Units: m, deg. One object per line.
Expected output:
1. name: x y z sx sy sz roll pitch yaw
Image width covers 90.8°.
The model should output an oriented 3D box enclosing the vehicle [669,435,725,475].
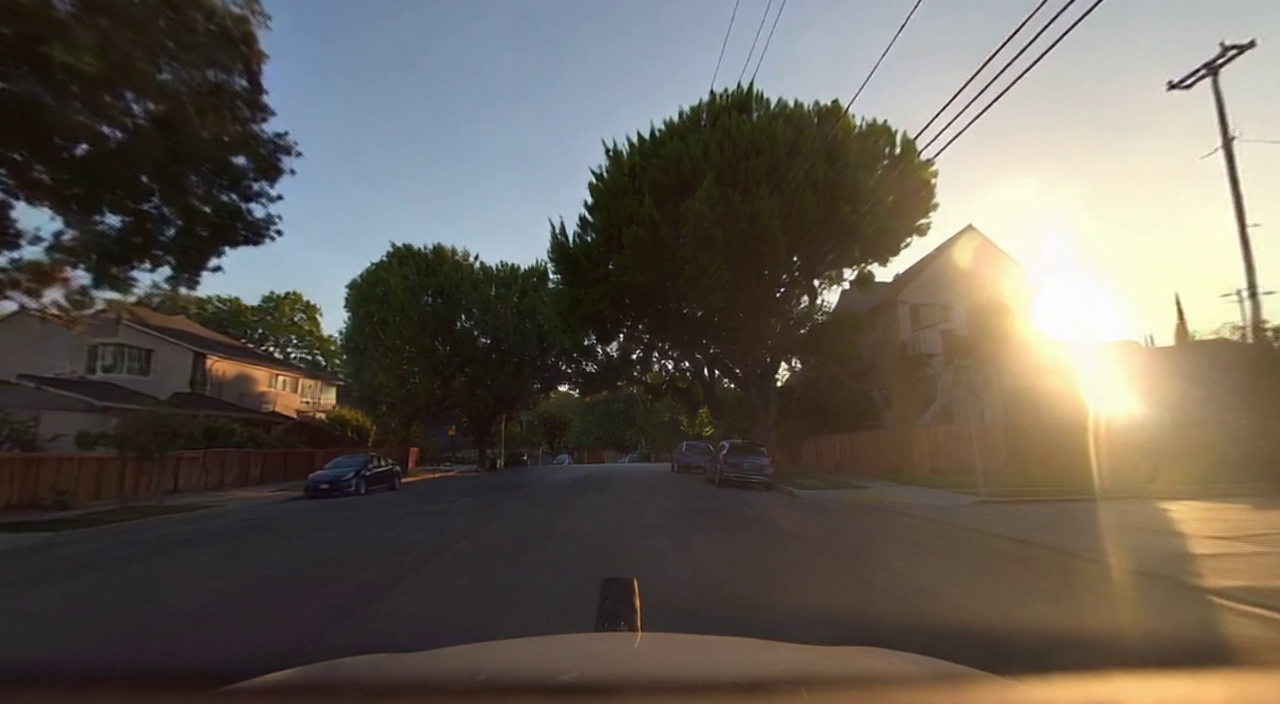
1. vehicle: 2.858 5.319 32.953 2.225 1.911 5.322 0 -8 -2

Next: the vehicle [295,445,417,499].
1. vehicle: -8.683 3.667 19.816 1.937 1.427 4.510 0 -8 -3

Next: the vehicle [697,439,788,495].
1. vehicle: 3.035 3.510 19.684 1.927 1.529 4.144 0 -8 -3

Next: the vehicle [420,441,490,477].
1. vehicle: -9.007 5.220 31.134 2.027 1.584 4.476 -1 -8 1
